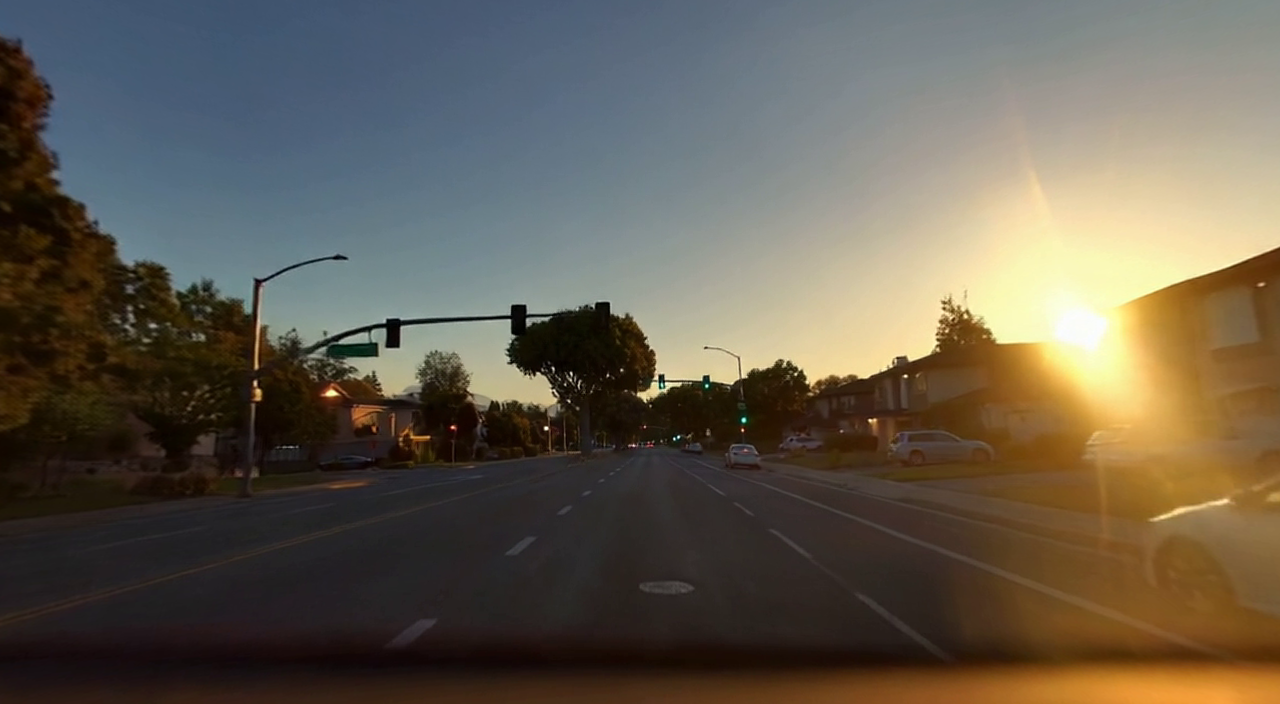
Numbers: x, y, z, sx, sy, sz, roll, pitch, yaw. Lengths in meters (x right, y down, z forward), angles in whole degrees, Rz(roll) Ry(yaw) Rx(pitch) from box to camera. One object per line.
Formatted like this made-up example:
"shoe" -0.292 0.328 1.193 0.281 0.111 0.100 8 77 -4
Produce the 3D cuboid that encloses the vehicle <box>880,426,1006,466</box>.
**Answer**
"vehicle" 13.429 4.208 28.176 4.474 1.710 2.148 0 -9 1

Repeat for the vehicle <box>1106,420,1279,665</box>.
"vehicle" 5.052 1.040 2.936 1.997 1.521 4.747 0 -9 -2

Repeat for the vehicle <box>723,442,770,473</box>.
"vehicle" 5.786 5.771 34.714 1.950 1.567 4.083 0 -9 1
